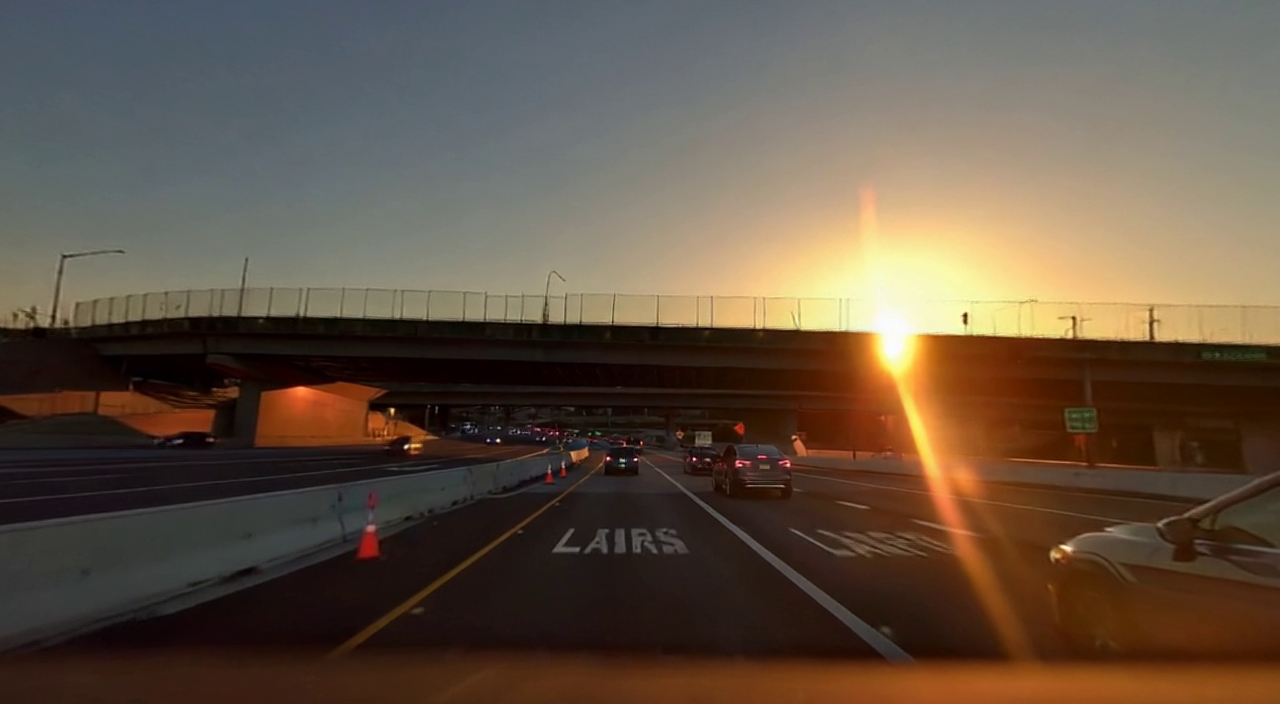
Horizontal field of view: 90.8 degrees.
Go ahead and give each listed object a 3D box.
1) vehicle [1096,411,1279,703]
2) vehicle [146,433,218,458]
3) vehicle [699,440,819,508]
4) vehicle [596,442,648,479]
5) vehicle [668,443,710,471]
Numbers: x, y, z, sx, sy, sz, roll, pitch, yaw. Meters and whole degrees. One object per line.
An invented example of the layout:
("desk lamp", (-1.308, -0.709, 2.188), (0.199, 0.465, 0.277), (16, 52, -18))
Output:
("vehicle", (3.307, 0.748, 0.948), (1.996, 1.455, 4.281), (0, -9, -1))
("vehicle", (-32.199, 6.592, 44.583), (1.865, 1.651, 4.323), (0, -9, -1))
("vehicle", (2.795, 2.979, 15.975), (2.042, 1.460, 4.451), (0, -9, -2))
("vehicle", (-0.751, 4.671, 27.387), (2.069, 1.470, 4.004), (0, -9, -1))
("vehicle", (2.741, 6.038, 36.556), (1.916, 1.487, 4.117), (0, -9, -3))
